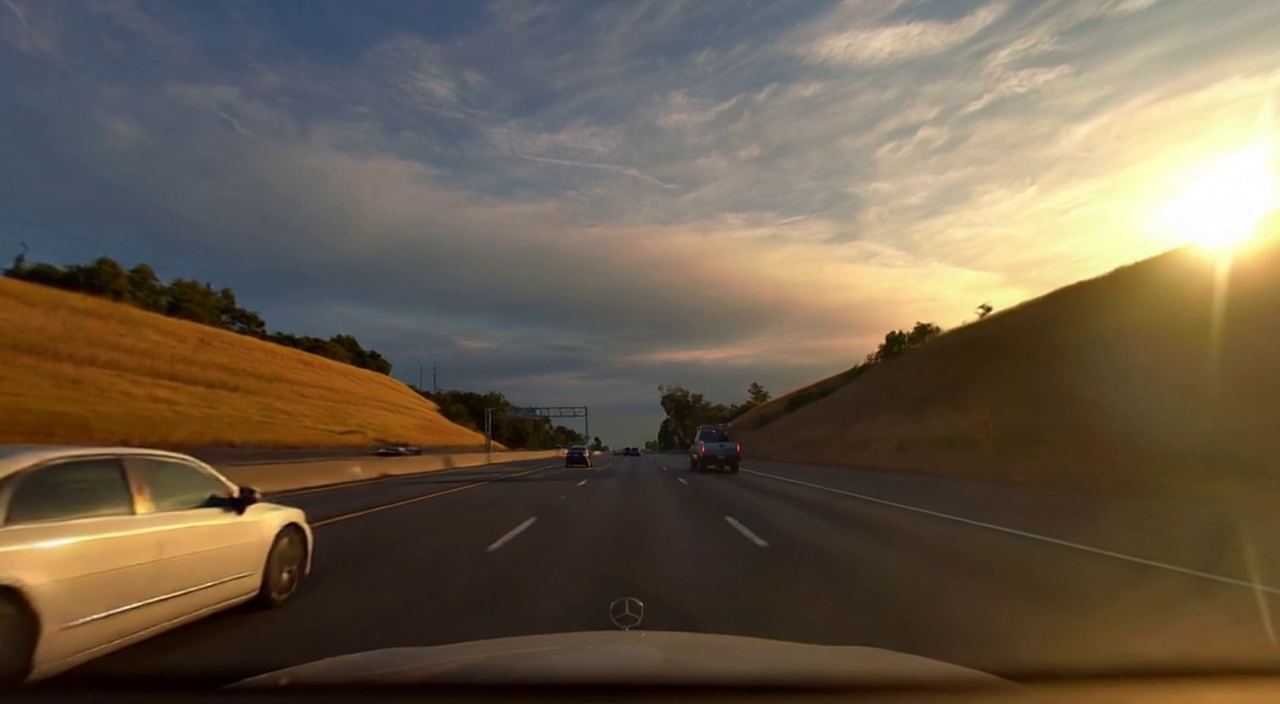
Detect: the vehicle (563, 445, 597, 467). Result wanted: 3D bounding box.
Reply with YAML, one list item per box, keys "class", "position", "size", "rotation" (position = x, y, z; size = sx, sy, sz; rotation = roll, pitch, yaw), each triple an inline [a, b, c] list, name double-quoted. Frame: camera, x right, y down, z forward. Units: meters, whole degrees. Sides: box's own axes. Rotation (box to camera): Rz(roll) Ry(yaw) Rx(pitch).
- class: "vehicle"
  position: [-4.342, 7.621, 46.131]
  size: [2.054, 1.529, 4.368]
  rotation: [0, -9, 0]

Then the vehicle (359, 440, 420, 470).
- class: "vehicle"
  position: [-15.459, 6.396, 39.133]
  size: [1.931, 1.721, 4.375]
  rotation: [0, -9, 0]

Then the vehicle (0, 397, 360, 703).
- class: "vehicle"
  position: [-3.394, 1.035, 2.983]
  size: [1.939, 1.513, 4.773]
  rotation: [0, -9, 0]

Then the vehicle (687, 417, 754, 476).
- class: "vehicle"
  position: [3.836, 4.702, 31.248]
  size: [2.361, 2.636, 5.684]
  rotation: [0, -9, -1]
